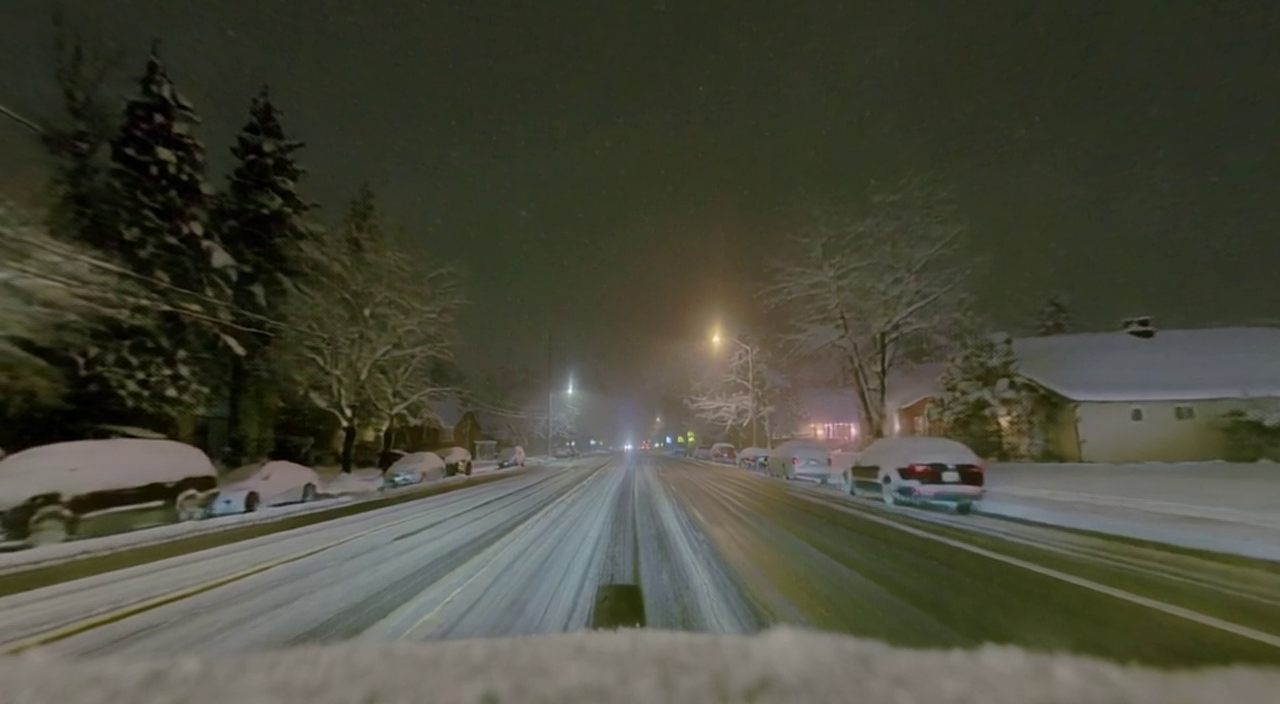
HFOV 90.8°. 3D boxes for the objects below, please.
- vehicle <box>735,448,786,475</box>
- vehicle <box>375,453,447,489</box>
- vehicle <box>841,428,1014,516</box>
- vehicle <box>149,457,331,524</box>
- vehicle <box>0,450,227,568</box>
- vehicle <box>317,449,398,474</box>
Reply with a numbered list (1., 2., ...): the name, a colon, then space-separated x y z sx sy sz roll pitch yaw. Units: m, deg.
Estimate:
1. vehicle: 7.072 6.455 37.670 1.982 1.479 4.687 0 -9 -2
2. vehicle: -10.872 5.655 30.339 1.840 1.526 4.214 -1 -9 1
3. vehicle: 7.150 3.015 16.453 2.103 1.912 4.892 0 -9 -1
4. vehicle: -10.857 3.752 17.707 2.007 1.528 4.710 -2 -9 0
5. vehicle: -10.807 2.782 12.050 2.050 1.769 5.585 0 -9 0
6. vehicle: -19.205 7.485 43.075 4.664 1.524 1.891 -2 -10 1
